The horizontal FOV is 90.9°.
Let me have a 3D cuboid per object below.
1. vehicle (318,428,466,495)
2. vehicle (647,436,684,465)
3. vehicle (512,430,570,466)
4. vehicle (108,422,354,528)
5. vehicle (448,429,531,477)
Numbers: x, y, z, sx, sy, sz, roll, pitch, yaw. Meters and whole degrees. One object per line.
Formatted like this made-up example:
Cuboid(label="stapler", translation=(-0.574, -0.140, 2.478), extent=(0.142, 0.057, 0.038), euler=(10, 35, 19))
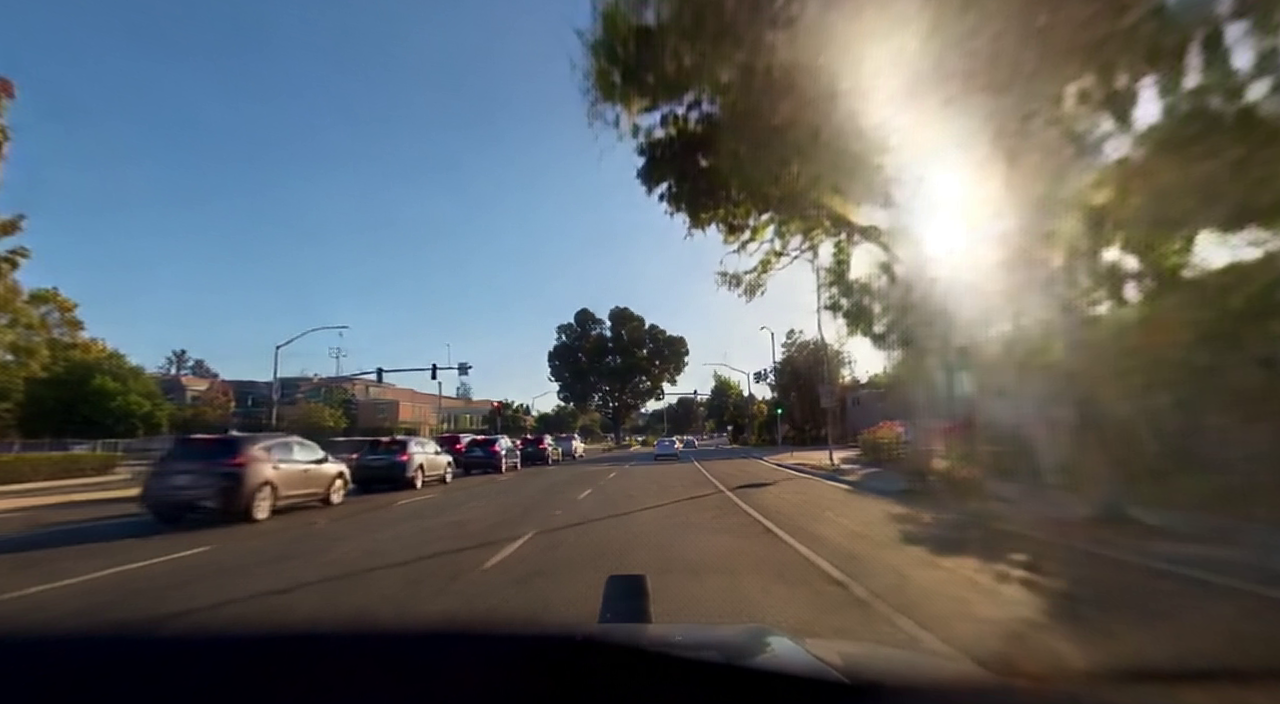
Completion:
Cuboid(label="vehicle", translation=(-6.729, 3.026, 17.815), extent=(2.121, 1.630, 4.642), euler=(0, -8, 3))
Cuboid(label="vehicle", translation=(1.624, 6.102, 39.168), extent=(2.197, 1.682, 3.642), euler=(-1, -9, 4))
Cuboid(label="vehicle", translation=(-5.440, 5.409, 35.469), extent=(2.111, 1.864, 4.932), euler=(-1, -9, 4))
Cuboid(label="vehicle", translation=(-7.175, 2.173, 11.634), extent=(1.870, 1.616, 3.765), euler=(0, -8, 2))
Cuboid(label="vehicle", translation=(-6.133, 4.183, 26.326), extent=(1.951, 1.809, 4.917), euler=(-1, -8, 4))
